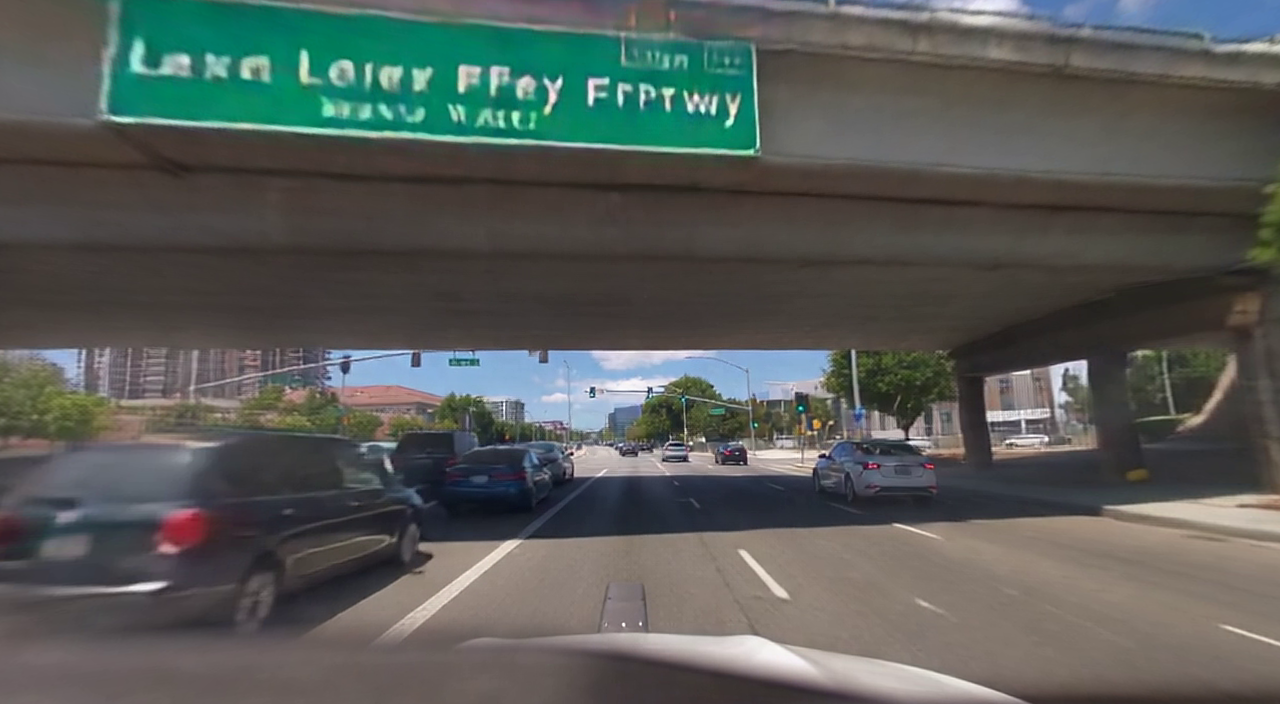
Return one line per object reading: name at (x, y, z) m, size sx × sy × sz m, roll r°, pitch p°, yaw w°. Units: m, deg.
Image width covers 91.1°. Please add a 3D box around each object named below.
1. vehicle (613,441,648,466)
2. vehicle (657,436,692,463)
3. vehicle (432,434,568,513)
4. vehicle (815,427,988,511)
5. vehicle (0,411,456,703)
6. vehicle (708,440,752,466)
vehicle at (-0.612, 6.243, 38.807) m, size 2.026 × 1.453 × 3.780 m, roll 0°, pitch -9°, yaw -2°
vehicle at (2.348, 6.814, 43.862) m, size 2.034 × 1.762 × 4.420 m, roll 0°, pitch -9°, yaw -2°
vehicle at (-2.927, 2.649, 14.200) m, size 1.980 × 1.491 × 4.351 m, roll 0°, pitch -9°, yaw 1°
vehicle at (5.796, 2.650, 14.684) m, size 2.056 × 1.624 × 4.498 m, roll 0°, pitch -9°, yaw -1°
vehicle at (-3.245, 1.349, 5.295) m, size 2.041 × 1.466 × 4.212 m, roll 0°, pitch -9°, yaw 1°
vehicle at (5.504, 6.247, 38.966) m, size 1.924 × 1.527 × 4.268 m, roll 0°, pitch -9°, yaw -2°
